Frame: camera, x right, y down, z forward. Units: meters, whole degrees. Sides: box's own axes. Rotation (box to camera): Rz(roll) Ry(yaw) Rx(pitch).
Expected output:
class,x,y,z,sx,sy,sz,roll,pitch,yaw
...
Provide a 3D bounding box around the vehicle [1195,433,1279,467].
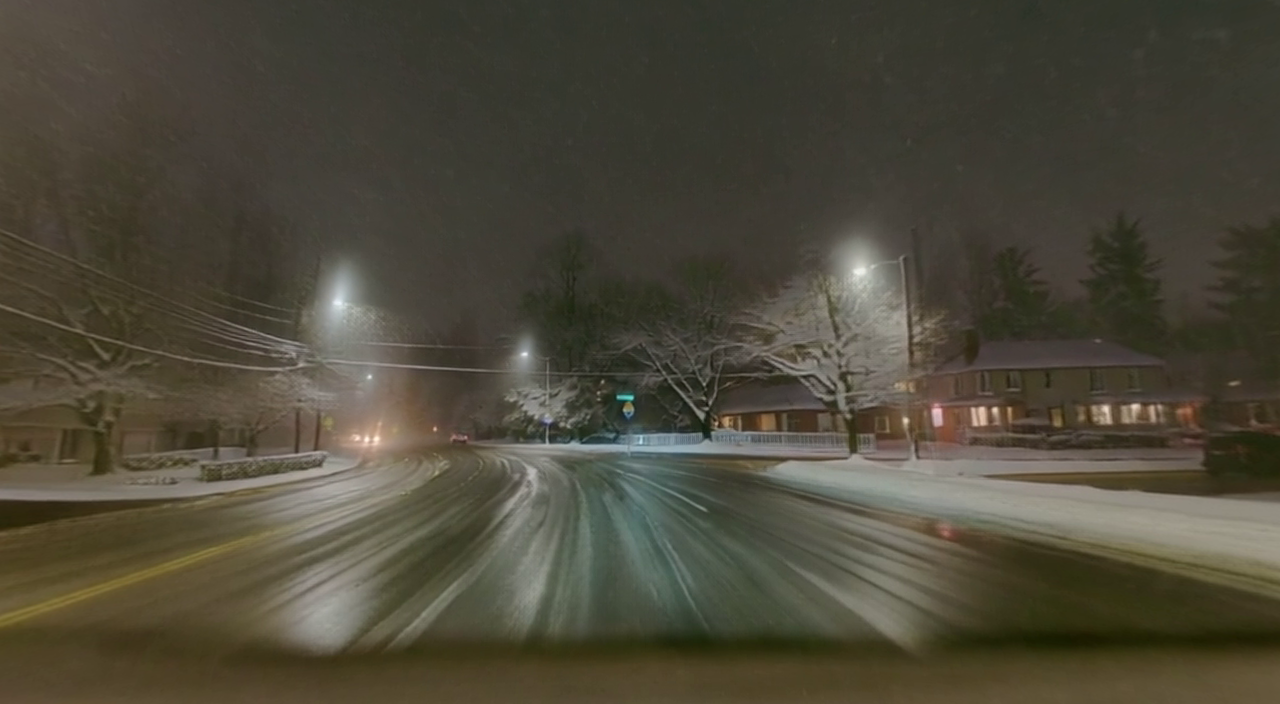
class,x,y,z,sx,sy,sz,roll,pitch,yaw
vehicle,28.769,4.465,28.843,4.593,1.456,2.003,-3,-9,19
